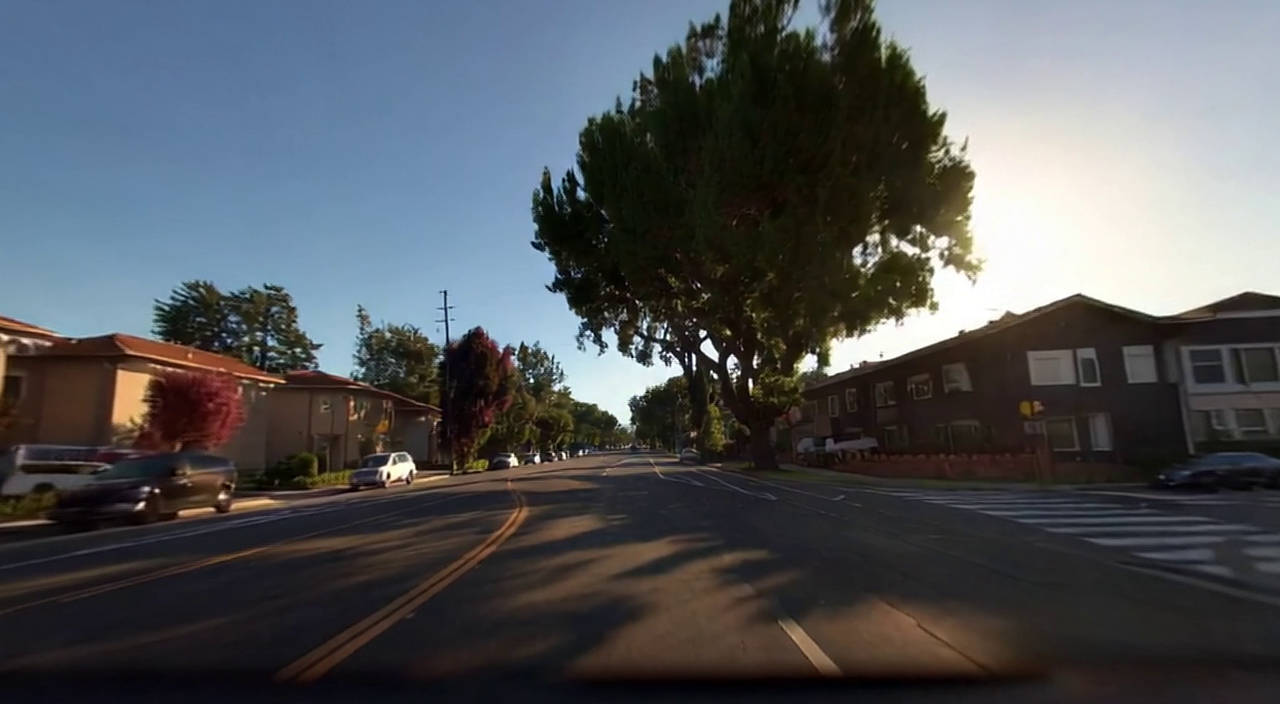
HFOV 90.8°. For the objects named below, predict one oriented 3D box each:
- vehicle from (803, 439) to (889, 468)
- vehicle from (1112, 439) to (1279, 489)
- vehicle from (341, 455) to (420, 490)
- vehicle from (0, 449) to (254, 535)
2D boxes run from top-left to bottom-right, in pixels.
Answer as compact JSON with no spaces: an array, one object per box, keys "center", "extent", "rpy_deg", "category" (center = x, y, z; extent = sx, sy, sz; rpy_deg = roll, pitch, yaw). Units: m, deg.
[{"center":[12.952,6.375,39.851],"extent":[4.696,1.732,1.968],"rpy_deg":[0,-9,0],"category":"vehicle"},{"center":[18.146,3.538,20.152],"extent":[4.625,1.480,1.971],"rpy_deg":[0,-9,-3],"category":"vehicle"},{"center":[-12.655,5.878,31.156],"extent":[1.926,1.533,4.557],"rpy_deg":[0,-9,1],"category":"vehicle"},{"center":[-12.537,3.372,16.038],"extent":[2.128,1.768,5.306],"rpy_deg":[0,-9,0],"category":"vehicle"}]
